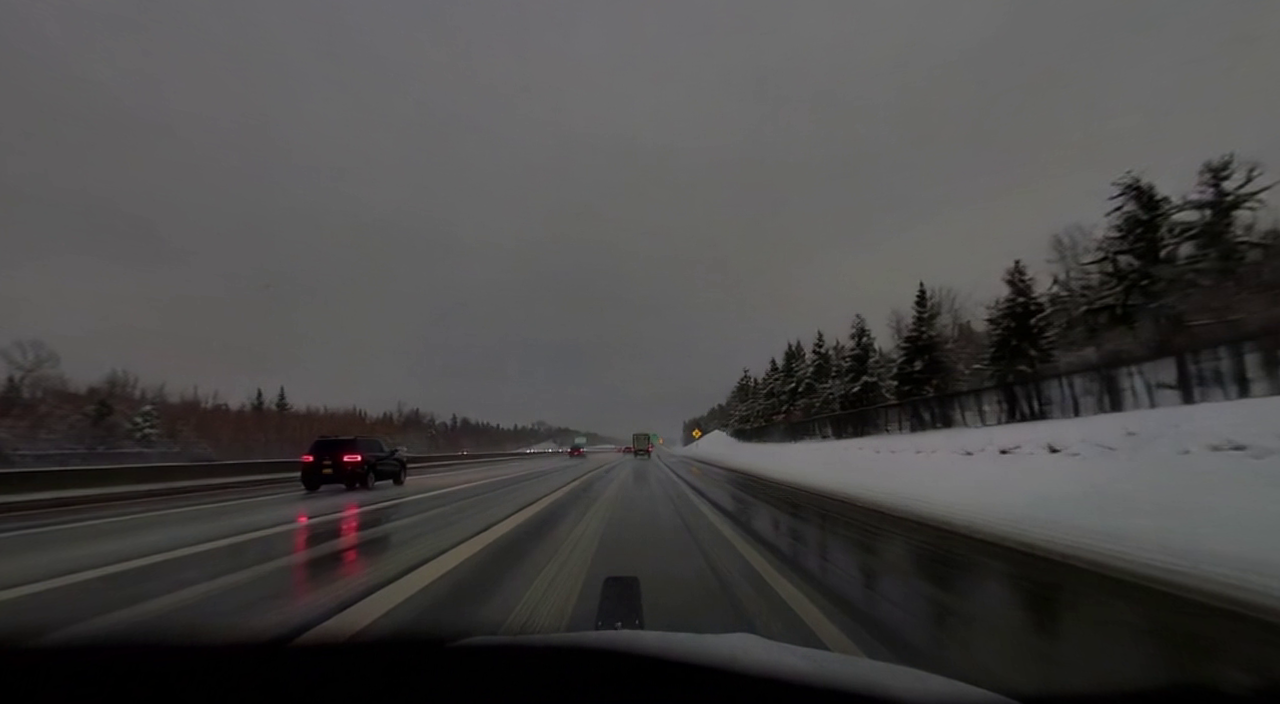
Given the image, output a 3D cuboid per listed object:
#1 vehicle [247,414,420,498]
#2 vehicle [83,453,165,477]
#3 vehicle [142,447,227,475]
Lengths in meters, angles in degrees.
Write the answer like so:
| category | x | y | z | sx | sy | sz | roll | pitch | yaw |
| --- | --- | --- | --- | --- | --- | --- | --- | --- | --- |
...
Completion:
| category | x | y | z | sx | sy | sz | roll | pitch | yaw |
| --- | --- | --- | --- | --- | --- | --- | --- | --- | --- |
| vehicle | -8.054 | 2.816 | 17.281 | 2.163 | 1.947 | 4.959 | 0 | -9 | 1 |
| vehicle | -36.019 | 7.867 | 44.101 | 1.861 | 1.523 | 4.493 | 0 | -9 | 1 |
| vehicle | -28.993 | 6.935 | 40.306 | 1.951 | 1.652 | 4.578 | 0 | -9 | 1 |
